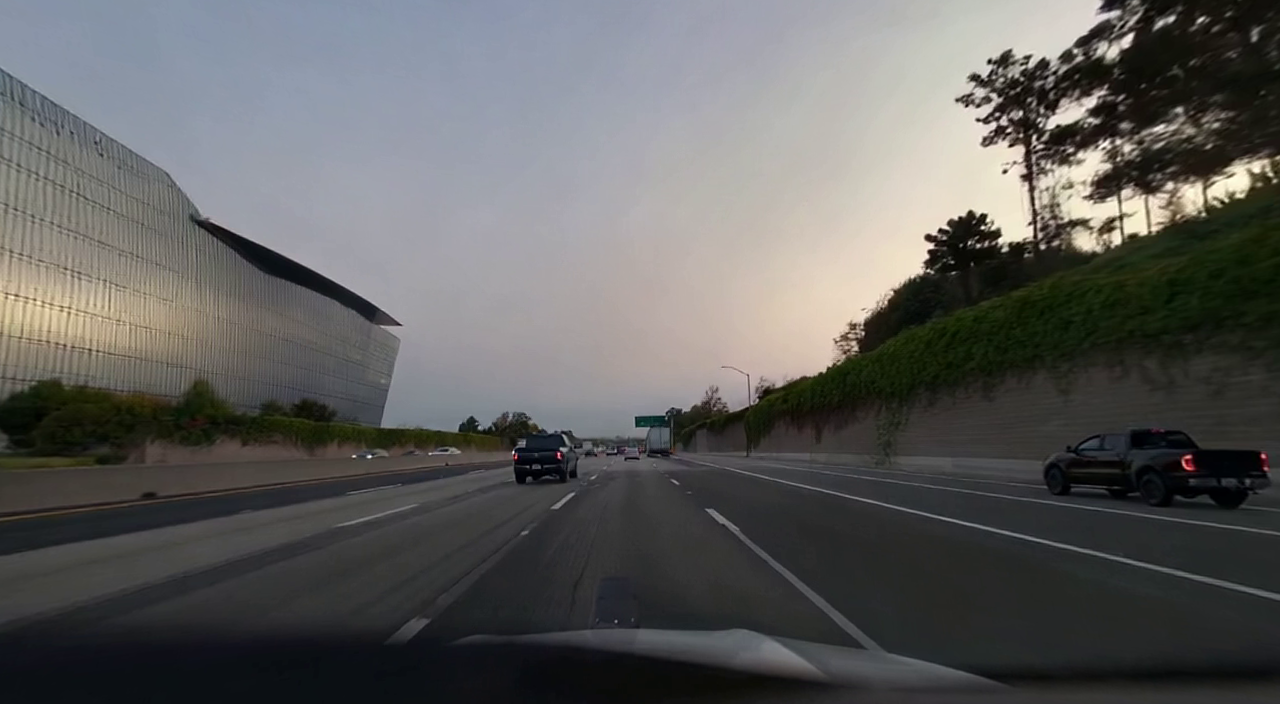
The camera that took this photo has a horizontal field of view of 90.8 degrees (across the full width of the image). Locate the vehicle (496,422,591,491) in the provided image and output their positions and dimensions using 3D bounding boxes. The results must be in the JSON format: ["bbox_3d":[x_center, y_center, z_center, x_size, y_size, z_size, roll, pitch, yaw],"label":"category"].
[{"bbox_3d":[-3.069,3.526,21.536,2.284,2.022,5.752,0,-9,0],"label":"vehicle"}]

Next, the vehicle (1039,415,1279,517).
[{"bbox_3d":[11.503,2.422,13.808,2.089,1.787,5.080,0,-9,-2],"label":"vehicle"}]
